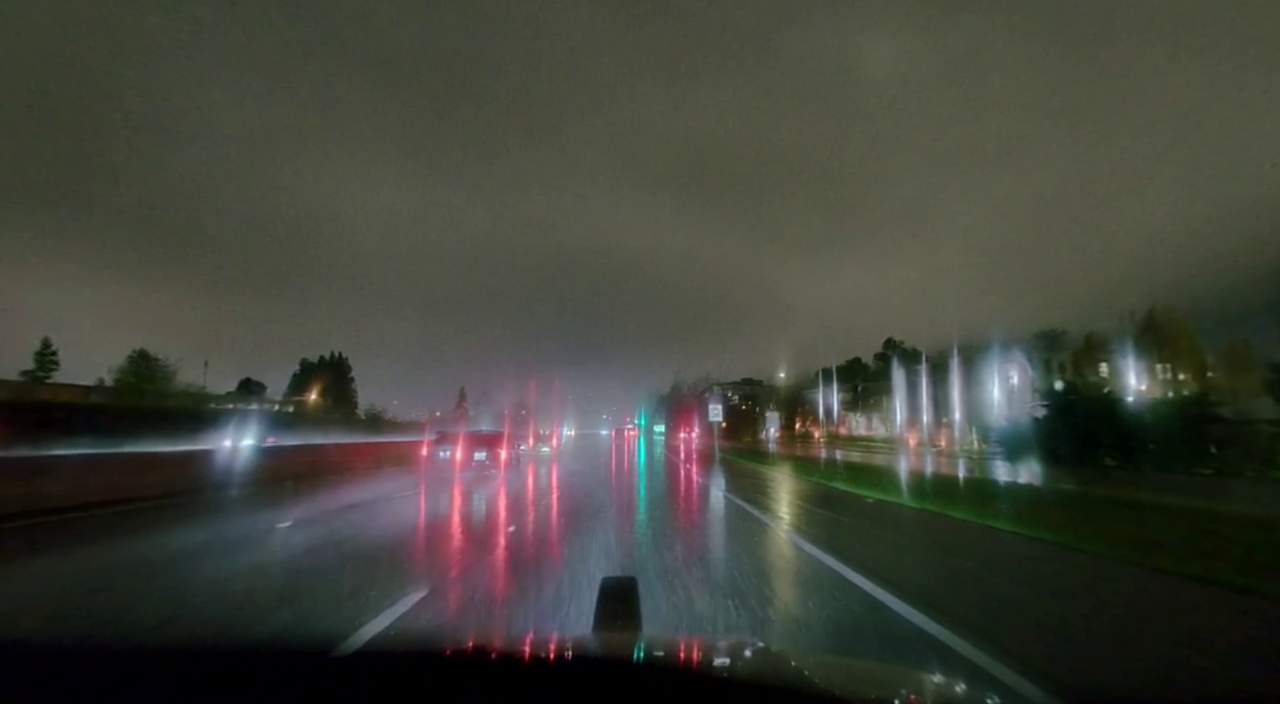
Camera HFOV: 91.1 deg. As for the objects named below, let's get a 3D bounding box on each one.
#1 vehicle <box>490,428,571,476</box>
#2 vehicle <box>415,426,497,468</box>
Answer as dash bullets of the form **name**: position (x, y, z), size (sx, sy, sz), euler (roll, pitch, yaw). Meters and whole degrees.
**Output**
- **vehicle**: position (-3.746, 3.502, 22.345), size (1.996, 1.490, 4.571), euler (0, -8, 1)
- **vehicle**: position (-7.412, 3.861, 25.832), size (1.985, 1.575, 4.453), euler (0, -8, 1)
